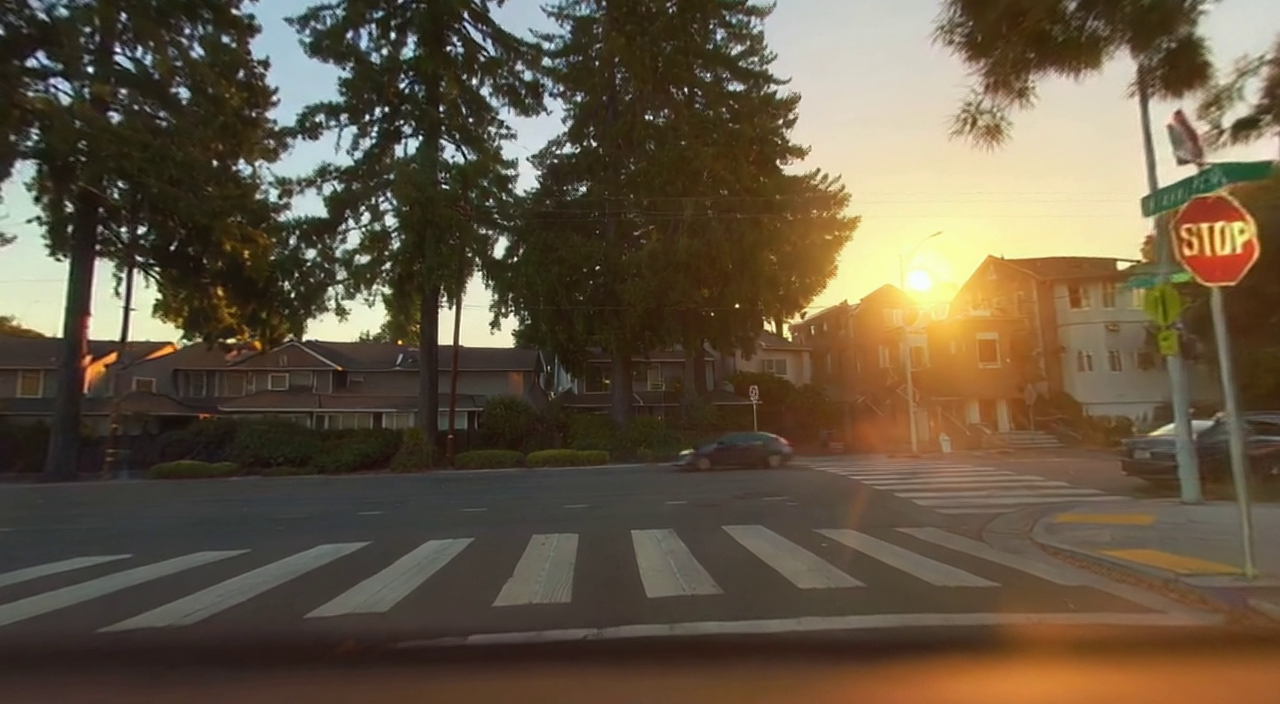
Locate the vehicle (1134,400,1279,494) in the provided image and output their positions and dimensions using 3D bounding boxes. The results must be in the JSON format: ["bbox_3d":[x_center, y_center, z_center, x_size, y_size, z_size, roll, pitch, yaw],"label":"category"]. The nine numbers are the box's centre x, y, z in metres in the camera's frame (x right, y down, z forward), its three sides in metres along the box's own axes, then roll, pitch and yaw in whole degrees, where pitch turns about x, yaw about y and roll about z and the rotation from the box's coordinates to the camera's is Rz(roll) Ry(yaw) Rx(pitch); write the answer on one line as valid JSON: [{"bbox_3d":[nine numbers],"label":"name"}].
[{"bbox_3d":[12.795,1.886,12.689,4.208,1.685,2.014,1,-8,-8],"label":"vehicle"}]

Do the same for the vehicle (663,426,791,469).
[{"bbox_3d":[3.189,3.517,23.407,4.296,1.499,1.814,2,-9,-16],"label":"vehicle"}]
